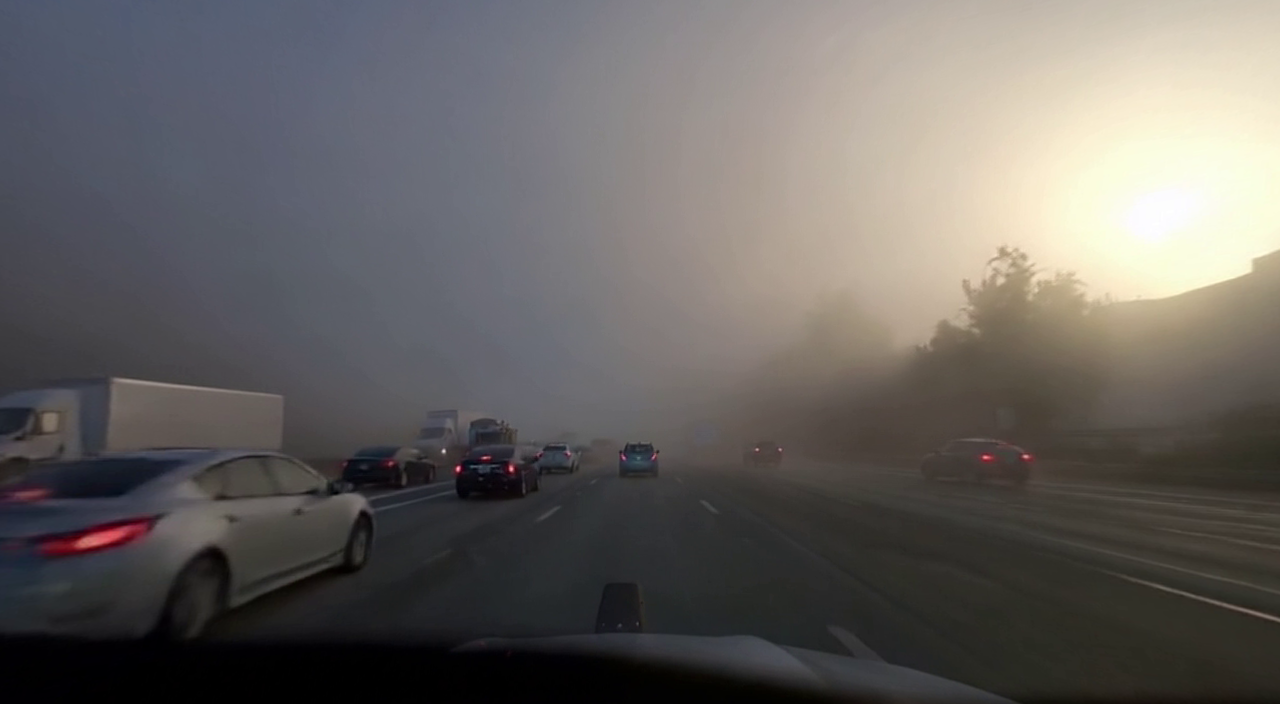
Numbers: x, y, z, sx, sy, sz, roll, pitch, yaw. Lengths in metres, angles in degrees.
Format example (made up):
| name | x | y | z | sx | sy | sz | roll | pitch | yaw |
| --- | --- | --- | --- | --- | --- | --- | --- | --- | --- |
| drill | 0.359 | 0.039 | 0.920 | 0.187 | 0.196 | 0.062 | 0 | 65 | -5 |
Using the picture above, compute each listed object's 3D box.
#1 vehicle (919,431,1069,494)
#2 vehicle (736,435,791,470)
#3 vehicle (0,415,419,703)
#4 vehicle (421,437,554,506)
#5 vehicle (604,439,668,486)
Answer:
| name | x | y | z | sx | sy | sz | roll | pitch | yaw |
| --- | --- | --- | --- | --- | --- | --- | --- | --- | --- |
| vehicle | 10.231 | 3.232 | 18.623 | 2.066 | 1.629 | 3.945 | 0 | -9 | -1 |
| vehicle | 6.482 | 5.341 | 33.560 | 1.992 | 1.745 | 4.329 | 0 | -9 | -1 |
| vehicle | -3.591 | 1.357 | 5.122 | 2.025 | 1.449 | 4.190 | 0 | -9 | 0 |
| vehicle | -3.589 | 2.926 | 15.820 | 2.098 | 1.463 | 4.578 | 0 | -9 | 1 |
| vehicle | -0.140 | 3.814 | 21.998 | 2.053 | 1.461 | 3.941 | 0 | -9 | 0 |
